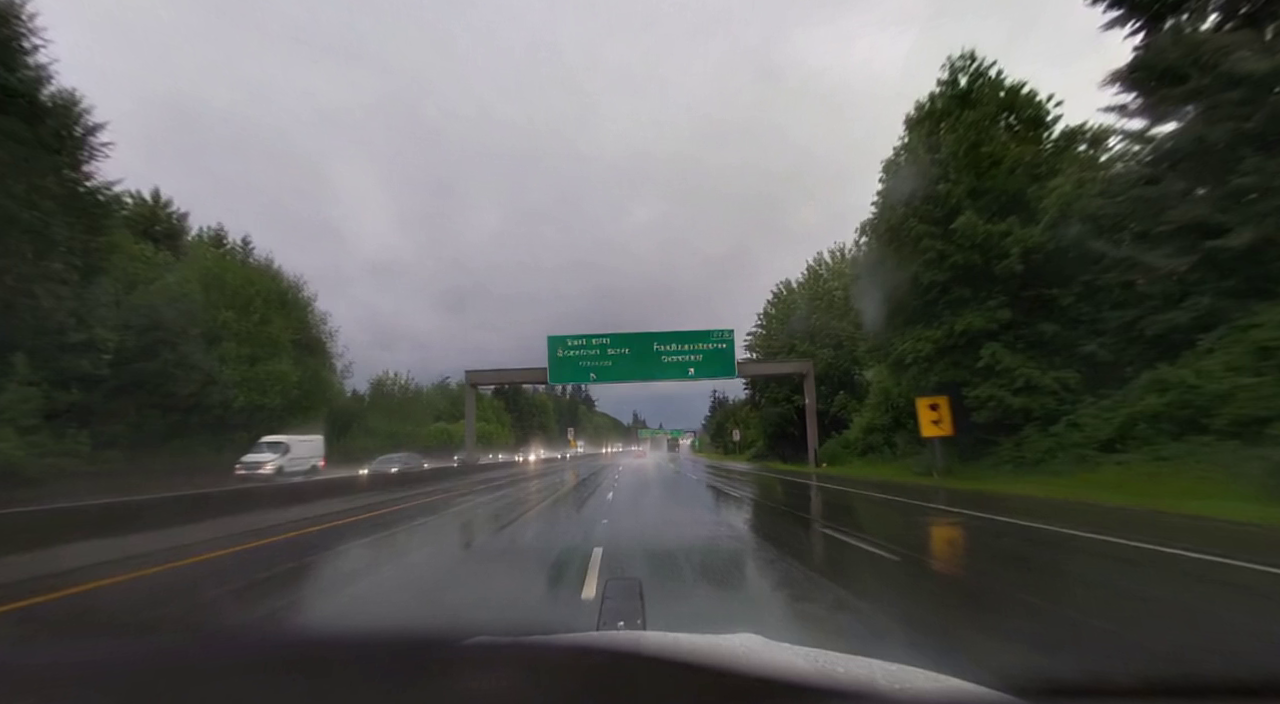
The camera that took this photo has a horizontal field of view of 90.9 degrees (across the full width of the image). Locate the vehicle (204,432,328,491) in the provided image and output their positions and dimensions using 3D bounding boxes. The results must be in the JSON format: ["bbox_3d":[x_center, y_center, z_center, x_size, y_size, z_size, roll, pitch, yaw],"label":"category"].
[{"bbox_3d":[-18.596,5.473,31.853,2.383,2.644,6.169,0,-9,0],"label":"vehicle"}]

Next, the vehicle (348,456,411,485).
[{"bbox_3d":[-14.401,6.568,35.040,1.870,1.449,3.742,0,-9,0],"label":"vehicle"}]
